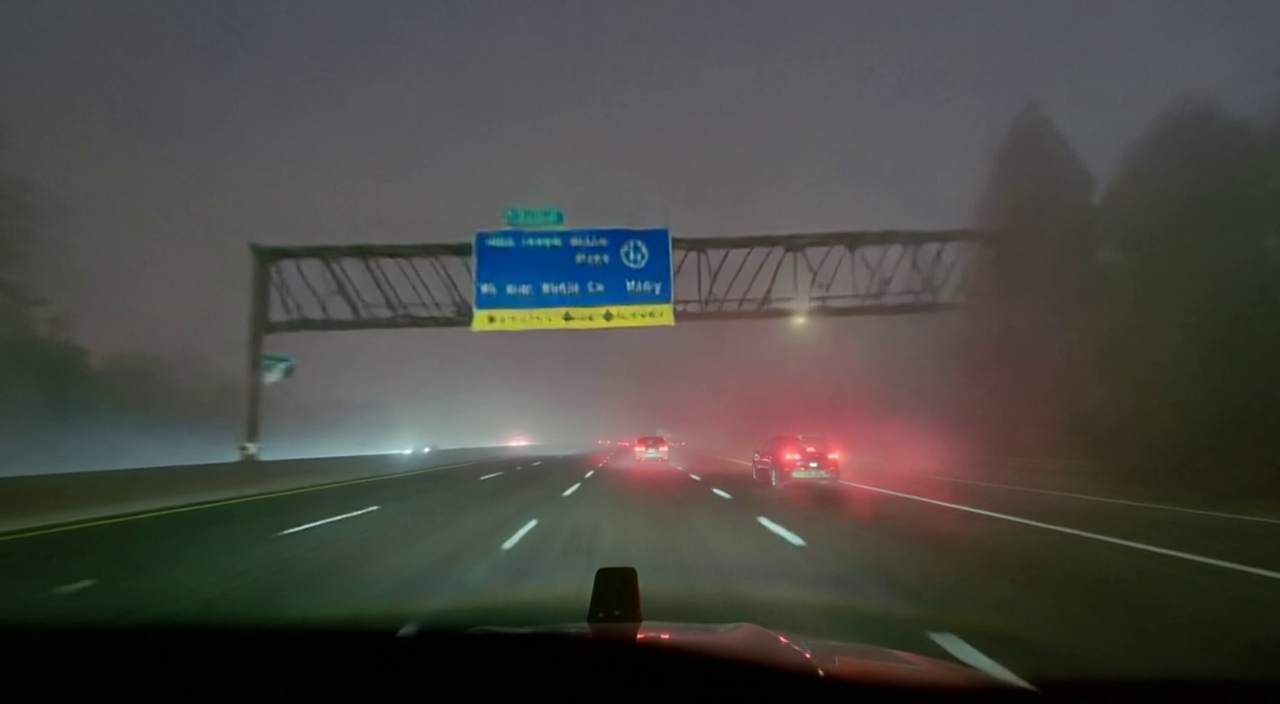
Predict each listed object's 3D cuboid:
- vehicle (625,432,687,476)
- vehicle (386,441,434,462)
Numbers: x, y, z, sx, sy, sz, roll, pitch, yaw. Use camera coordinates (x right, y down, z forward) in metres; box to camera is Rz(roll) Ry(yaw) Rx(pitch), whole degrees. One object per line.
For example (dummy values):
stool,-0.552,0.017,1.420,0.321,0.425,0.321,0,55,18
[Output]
vehicle,0.506,3.728,23.281,2.046,1.467,3.844,0,-8,-2
vehicle,-18.055,7.812,49.498,1.997,1.480,4.709,0,-8,0
